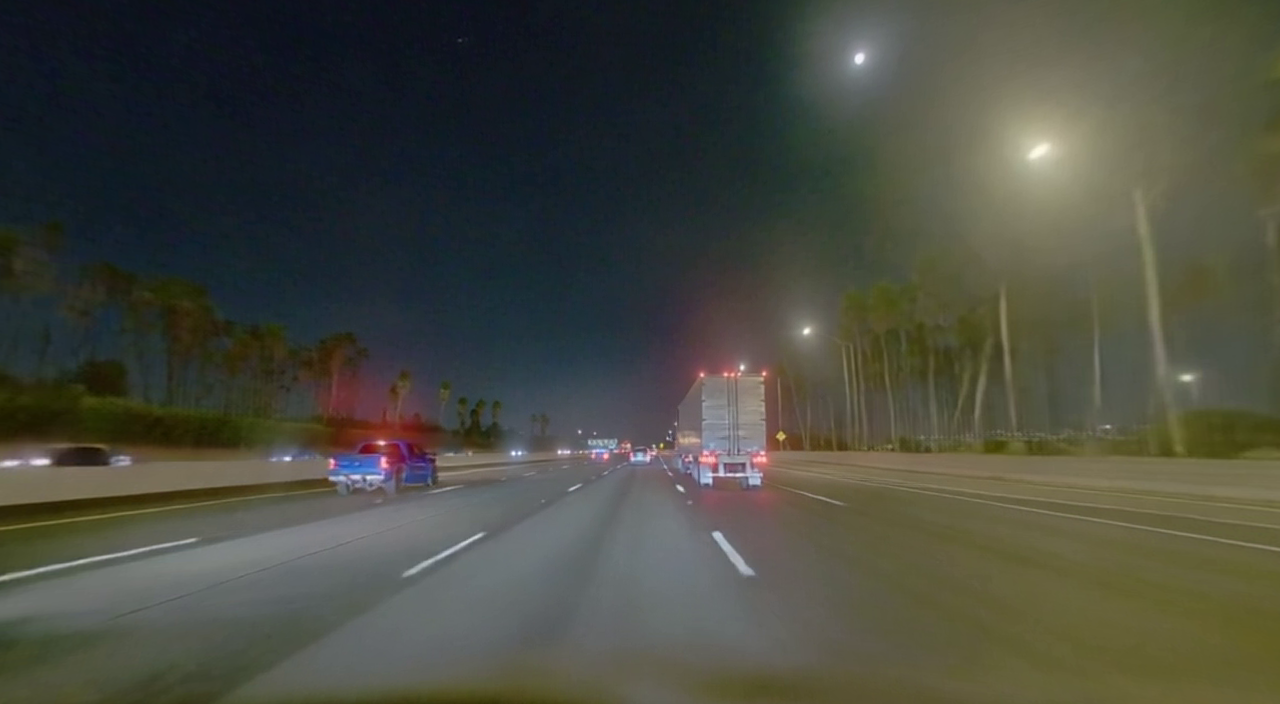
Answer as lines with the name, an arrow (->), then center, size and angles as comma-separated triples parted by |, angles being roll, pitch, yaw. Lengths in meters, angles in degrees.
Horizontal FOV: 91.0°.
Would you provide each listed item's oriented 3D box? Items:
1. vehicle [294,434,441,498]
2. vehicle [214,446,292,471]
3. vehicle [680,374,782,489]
vehicle -> -8.139, 3.450, 19.482 | 2.264, 1.728, 4.940 | 0, -9, 1
vehicle -> -24.701, 6.805, 40.433 | 1.915, 1.537, 4.691 | 0, -9, 2
vehicle -> 3.770, 4.049, 30.818 | 2.891, 4.123, 16.415 | 0, -8, 1
